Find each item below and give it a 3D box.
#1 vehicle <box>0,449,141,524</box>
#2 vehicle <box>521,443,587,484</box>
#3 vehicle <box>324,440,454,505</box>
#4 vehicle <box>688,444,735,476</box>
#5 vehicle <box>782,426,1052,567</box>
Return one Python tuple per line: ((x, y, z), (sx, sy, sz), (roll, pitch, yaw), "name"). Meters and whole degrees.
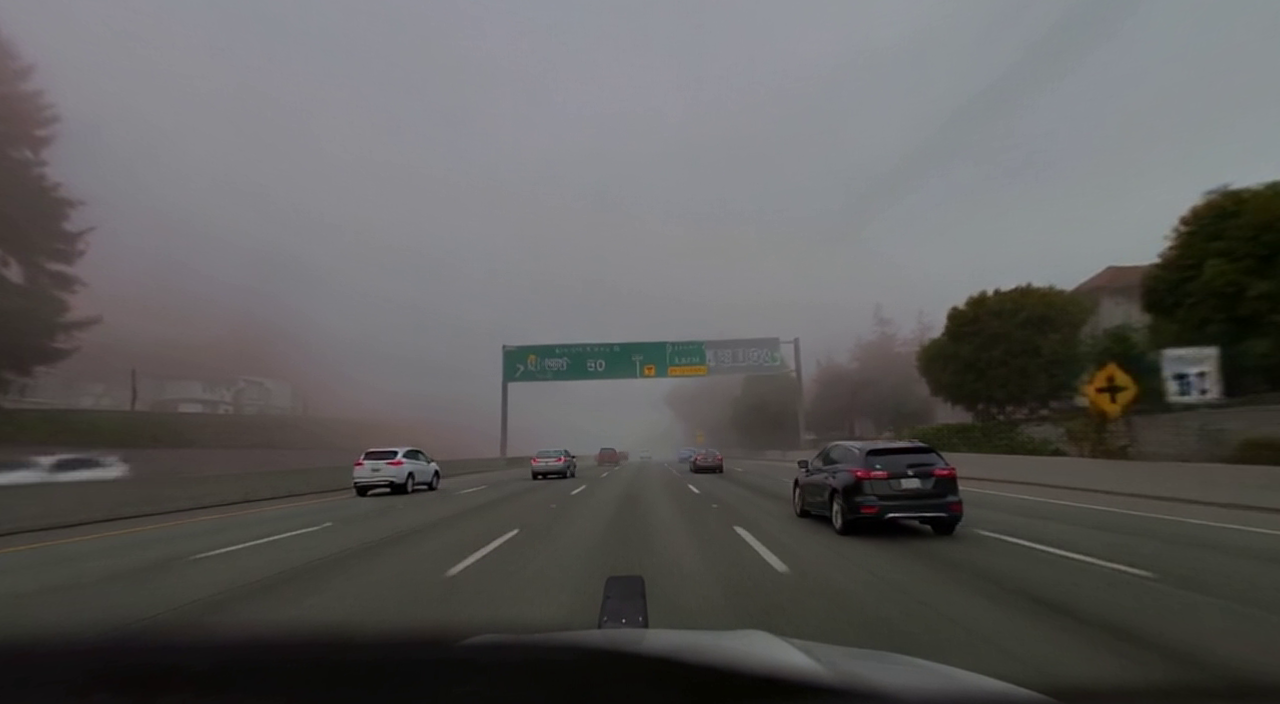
((-15.539, 3.270, 15.668), (2.061, 1.684, 5.044), (-1, -8, 1), "vehicle")
((-3.558, 4.680, 26.836), (2.136, 1.571, 4.285), (0, -8, 1), "vehicle")
((-7.317, 3.522, 18.943), (2.057, 1.681, 4.277), (-1, -8, 1), "vehicle")
((3.458, 5.309, 31.168), (1.854, 1.438, 3.954), (0, -8, 0), "vehicle")
((3.518, 1.902, 9.092), (1.912, 1.509, 4.291), (0, -8, 0), "vehicle")
